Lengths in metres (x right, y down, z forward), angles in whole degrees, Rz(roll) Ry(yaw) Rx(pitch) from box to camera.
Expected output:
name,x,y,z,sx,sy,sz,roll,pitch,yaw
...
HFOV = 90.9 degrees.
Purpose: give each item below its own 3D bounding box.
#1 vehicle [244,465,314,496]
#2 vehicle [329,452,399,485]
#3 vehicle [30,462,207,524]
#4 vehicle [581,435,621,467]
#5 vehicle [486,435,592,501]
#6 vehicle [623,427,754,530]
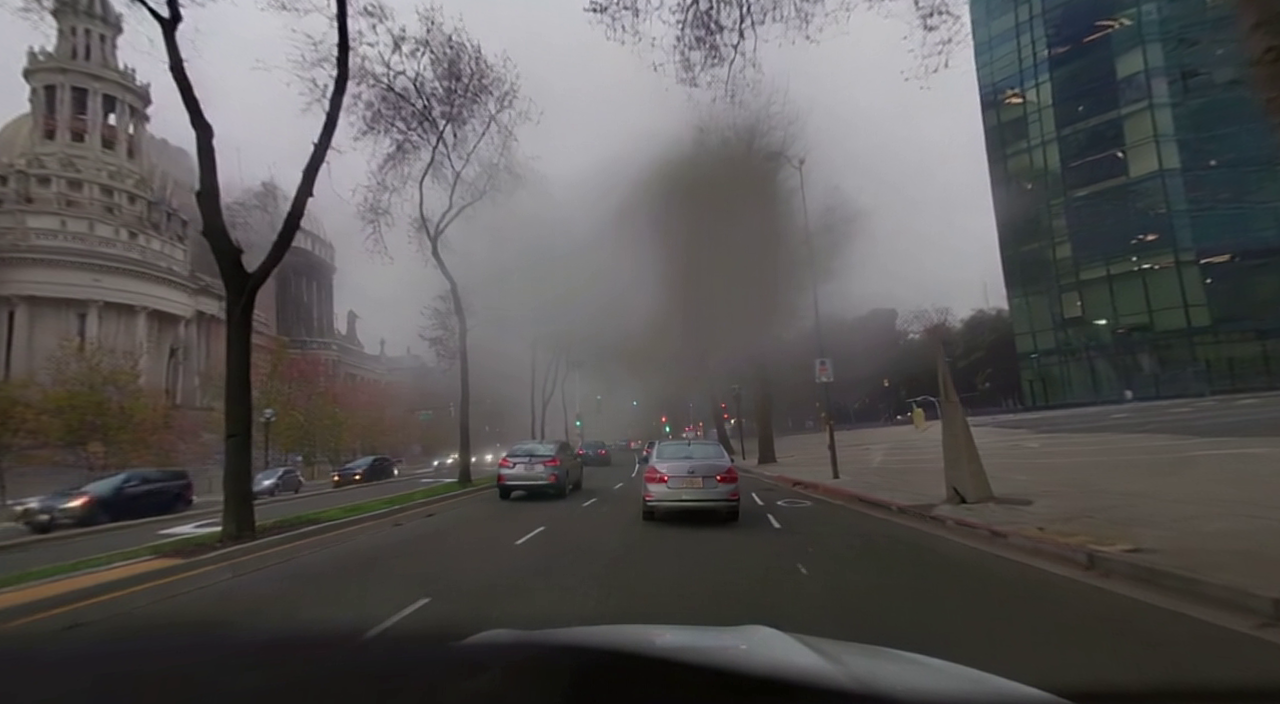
name,x,y,z,sx,sy,sz,roll,pitch,yaw
vehicle,-23.389,8.338,41.086,2.003,1.747,4.505,0,-9,-2
vehicle,-16.747,7.067,38.572,2.024,1.782,4.827,0,-9,0
vehicle,-16.949,4.572,20.888,2.075,1.700,4.405,0,-9,-1
vehicle,-2.254,5.853,37.425,1.969,1.764,4.160,0,-9,2
vehicle,-2.533,3.051,16.967,1.961,1.517,4.202,0,-9,3
vehicle,0.756,2.171,11.301,1.933,1.504,3.802,0,-9,1
